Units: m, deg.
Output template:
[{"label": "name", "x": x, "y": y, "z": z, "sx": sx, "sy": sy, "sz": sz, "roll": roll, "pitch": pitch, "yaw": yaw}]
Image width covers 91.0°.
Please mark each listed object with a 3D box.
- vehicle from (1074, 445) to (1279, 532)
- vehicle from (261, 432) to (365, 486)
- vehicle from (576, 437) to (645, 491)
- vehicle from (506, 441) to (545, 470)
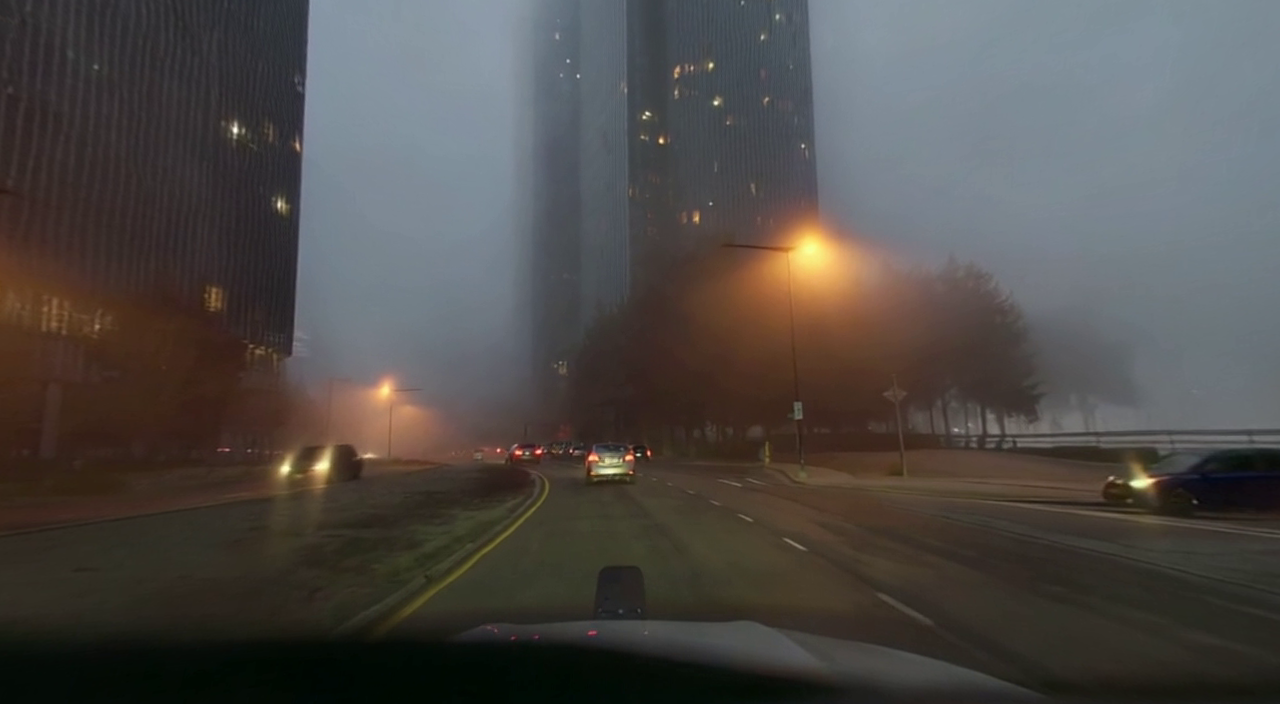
[{"label": "vehicle", "x": 11.573, "y": 2.577, "z": 12.202, "sx": 4.645, "sy": 1.505, "sz": 2.100, "roll": -1, "pitch": -9, "yaw": 9}, {"label": "vehicle", "x": -14.167, "y": 4.837, "z": 27.743, "sx": 2.334, "sy": 1.945, "sz": 5.298, "roll": 6, "pitch": -13, "yaw": -9}, {"label": "vehicle", "x": -0.967, "y": 3.865, "z": 22.147, "sx": 2.183, "sy": 1.675, "sz": 4.319, "roll": 0, "pitch": -9, "yaw": -1}, {"label": "vehicle", "x": -7.313, "y": 6.542, "z": 40.063, "sx": 2.121, "sy": 1.728, "sz": 4.161, "roll": 2, "pitch": -9, "yaw": -14}]
